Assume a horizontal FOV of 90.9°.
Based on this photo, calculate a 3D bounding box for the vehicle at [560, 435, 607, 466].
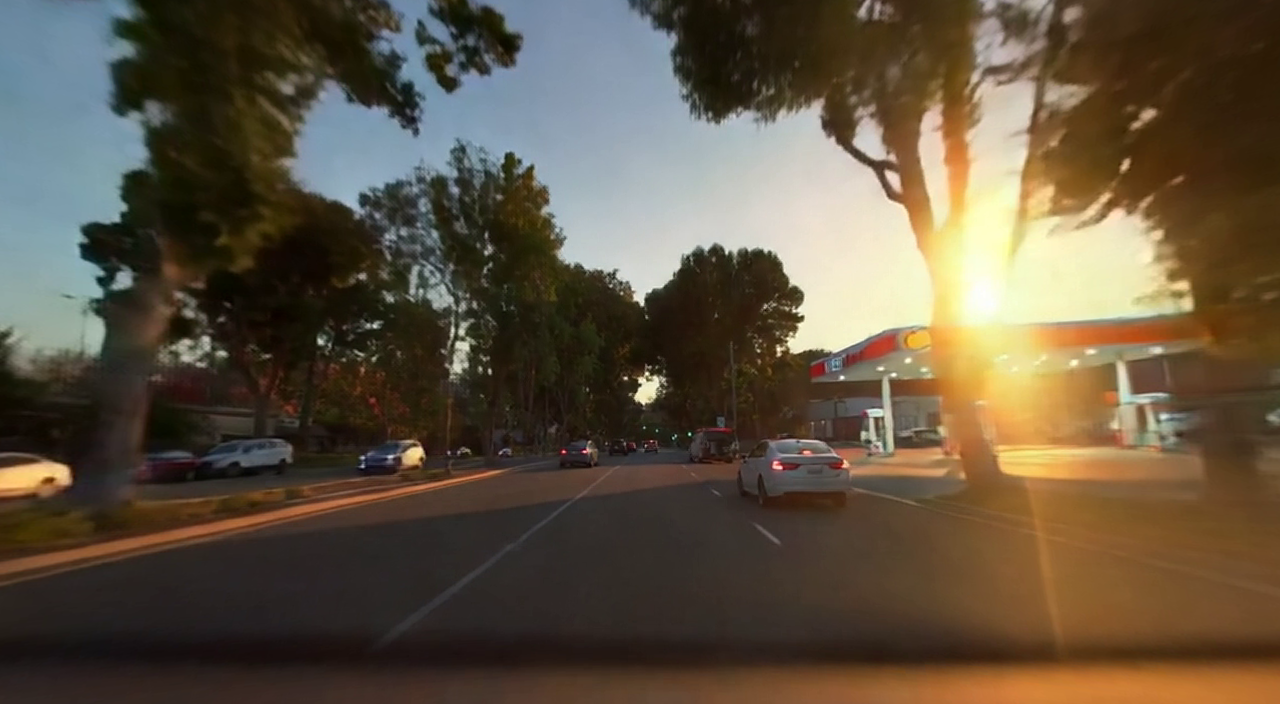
[{"bbox_3d":[-3.267,5.796,37.229,2.250,1.713,4.422,-1,-8,2],"label":"vehicle"}]

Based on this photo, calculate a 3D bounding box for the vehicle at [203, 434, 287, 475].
[{"bbox_3d":[-24.340,6.322,39.075,2.254,2.335,4.297,-1,-8,2],"label":"vehicle"}]

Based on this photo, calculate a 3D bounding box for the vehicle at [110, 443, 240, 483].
[{"bbox_3d":[-24.380,5.818,33.440,2.341,1.896,5.876,-1,-8,1],"label":"vehicle"}]

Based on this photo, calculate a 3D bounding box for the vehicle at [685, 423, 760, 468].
[{"bbox_3d":[4.275,5.067,34.161,3.245,2.199,6.295,0,-8,1],"label":"vehicle"}]

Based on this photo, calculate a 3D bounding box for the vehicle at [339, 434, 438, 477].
[{"bbox_3d":[-11.225,4.663,28.638,2.141,1.751,5.451,-1,-8,2],"label":"vehicle"}]

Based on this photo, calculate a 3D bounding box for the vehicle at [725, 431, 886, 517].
[{"bbox_3d":[3.216,2.486,13.411,2.095,1.475,4.686,0,-8,-1],"label":"vehicle"}]
